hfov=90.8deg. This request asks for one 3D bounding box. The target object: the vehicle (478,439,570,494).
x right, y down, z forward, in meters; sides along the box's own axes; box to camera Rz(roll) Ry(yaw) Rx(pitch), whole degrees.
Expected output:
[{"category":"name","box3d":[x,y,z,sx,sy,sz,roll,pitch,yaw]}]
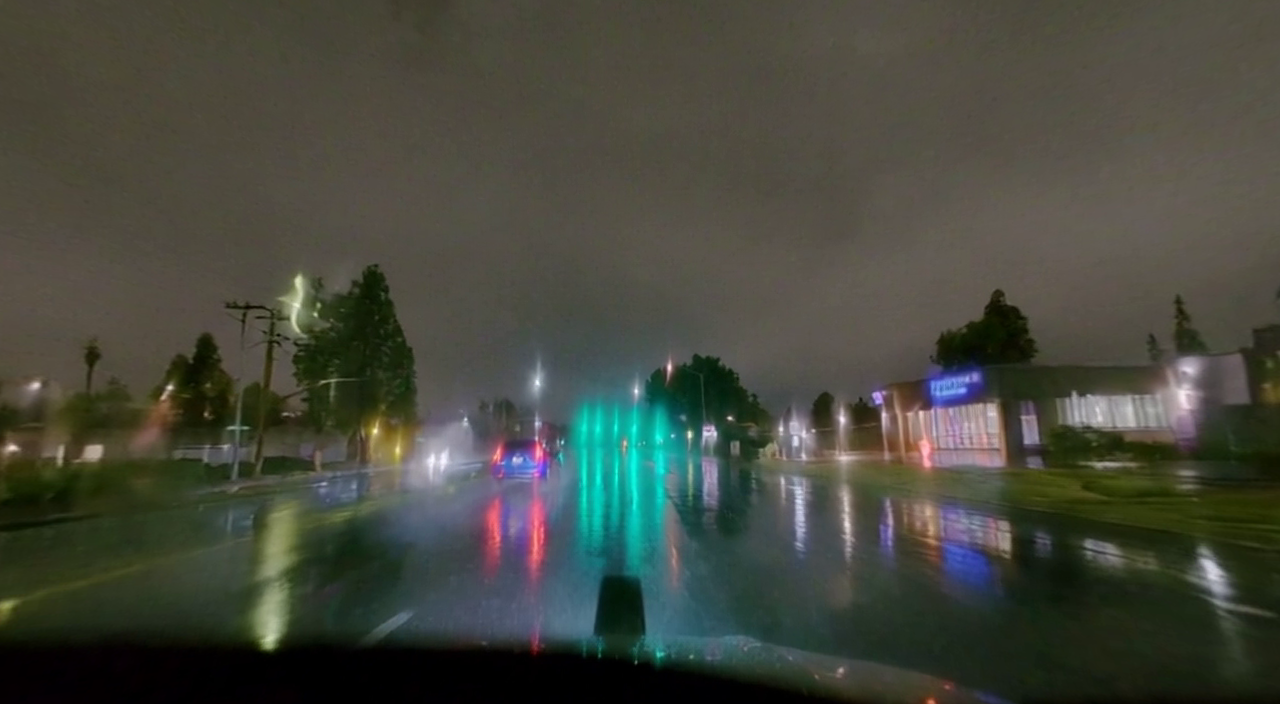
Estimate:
[{"category":"vehicle","box3d":[-3.401,3.422,19.384,2.005,1.477,4.169,0,-8,0]}]
